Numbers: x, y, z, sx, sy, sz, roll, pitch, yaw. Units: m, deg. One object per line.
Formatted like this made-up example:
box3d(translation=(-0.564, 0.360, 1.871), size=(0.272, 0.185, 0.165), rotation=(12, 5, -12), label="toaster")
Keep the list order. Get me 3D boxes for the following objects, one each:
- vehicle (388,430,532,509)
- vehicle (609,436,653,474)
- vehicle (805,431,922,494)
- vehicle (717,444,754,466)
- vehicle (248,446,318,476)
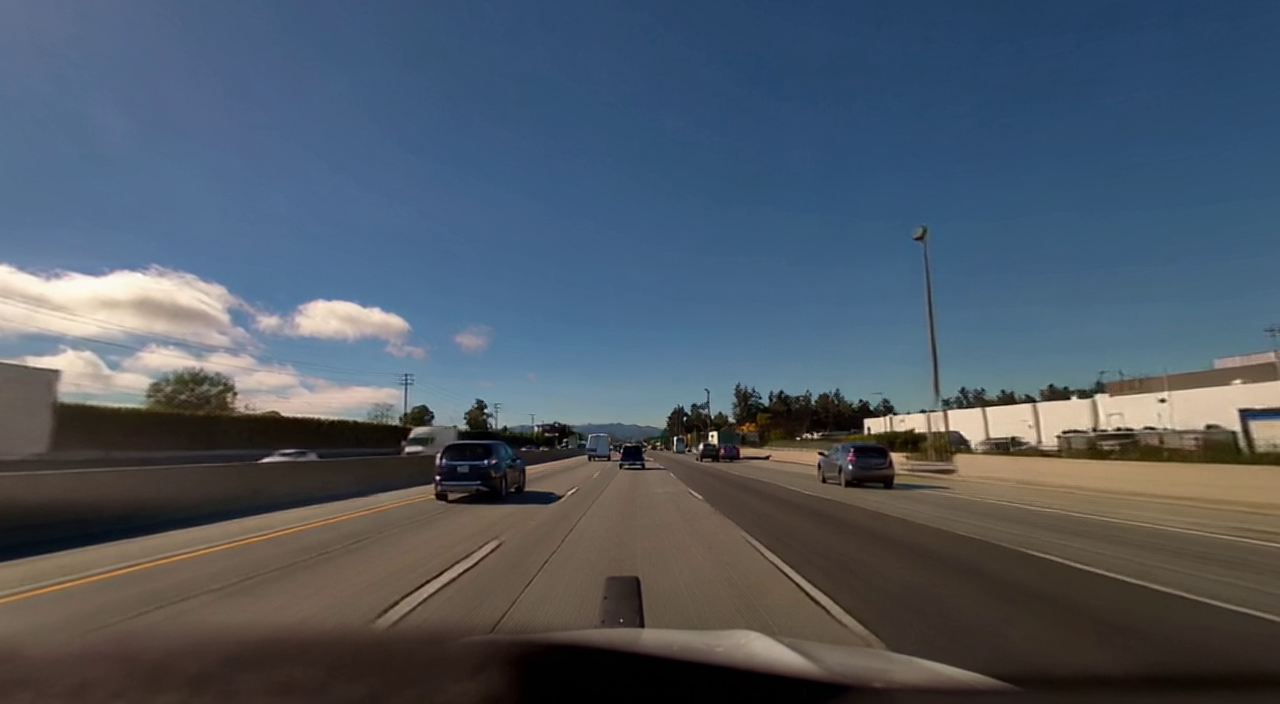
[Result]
box3d(translation=(-4.189, 2.820, 15.636), size=(2.126, 1.631, 4.643), rotation=(0, -9, 1), label="vehicle")
box3d(translation=(-0.408, 5.137, 31.749), size=(2.002, 1.759, 4.658), rotation=(0, -9, 0), label="vehicle")
box3d(translation=(6.564, 3.298, 19.107), size=(1.944, 1.666, 4.184), rotation=(0, -9, 0), label="vehicle")
box3d(translation=(6.699, 7.267, 44.674), size=(1.879, 1.428, 4.402), rotation=(0, -9, -1), label="vehicle")
box3d(translation=(-17.283, 5.280, 30.722), size=(1.473, 1.358, 3.231), rotation=(0, -9, 1), label="vehicle")
